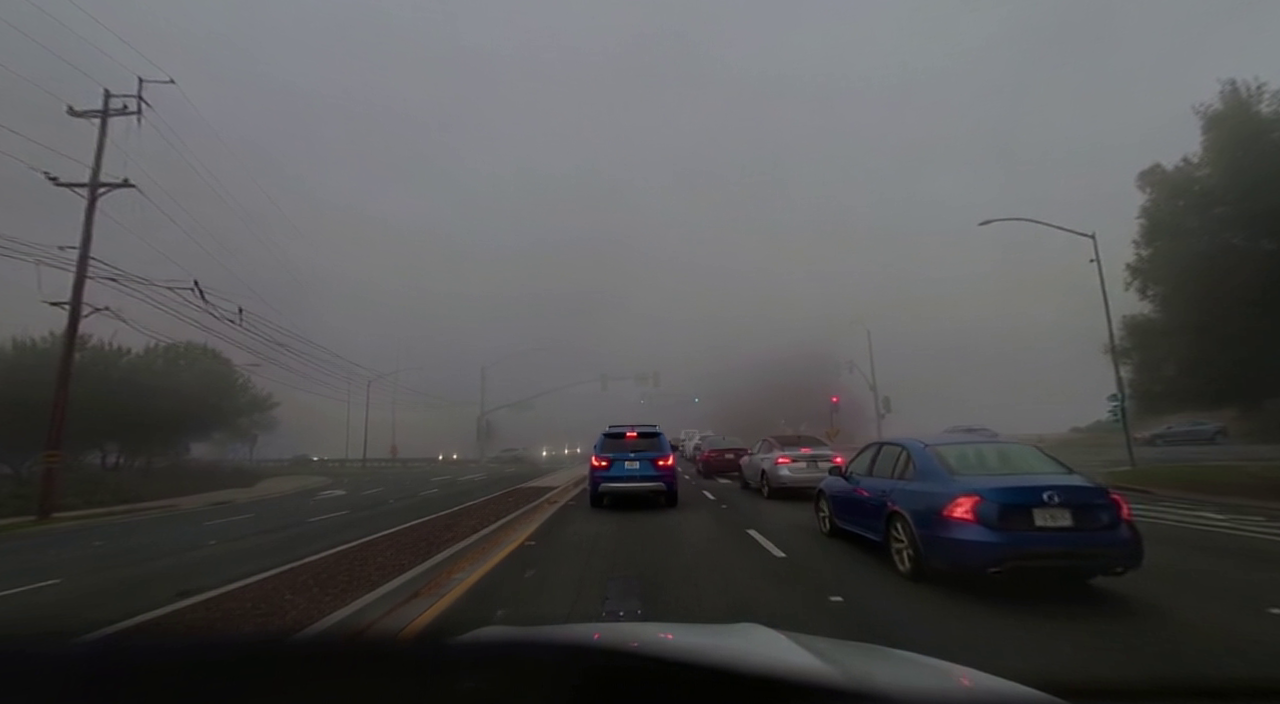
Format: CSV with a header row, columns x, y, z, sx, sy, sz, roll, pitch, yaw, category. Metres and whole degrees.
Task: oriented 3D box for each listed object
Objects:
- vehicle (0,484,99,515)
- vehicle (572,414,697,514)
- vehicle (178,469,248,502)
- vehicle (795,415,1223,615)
x,y,z,sx,sy,sz,roll,pitch,yaw,category
-33.361,8.329,35.777,3.637,1.483,2.007,-1,-7,1,vehicle
-0.140,2.378,13.839,2.300,1.821,4.254,0,-9,-1,vehicle
-24.998,7.760,36.936,3.826,1.522,1.741,-2,-8,30,vehicle
3.303,1.543,6.998,1.984,1.462,4.513,0,-9,0,vehicle
